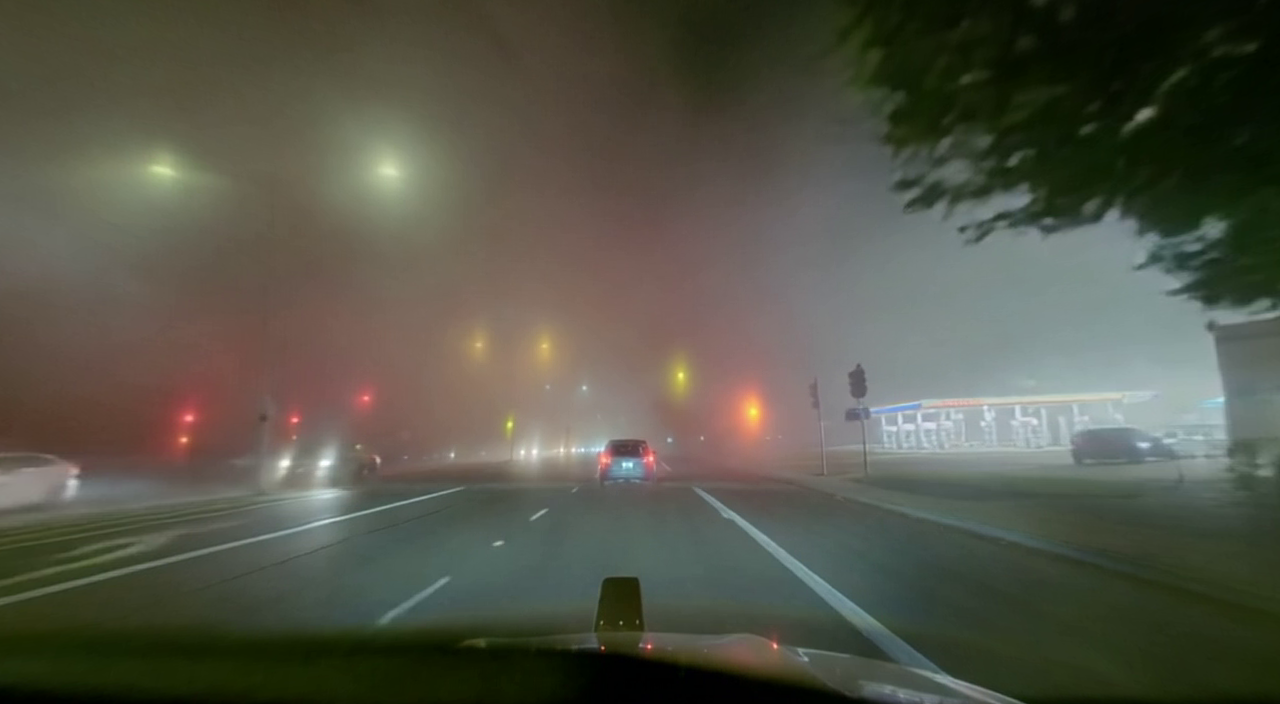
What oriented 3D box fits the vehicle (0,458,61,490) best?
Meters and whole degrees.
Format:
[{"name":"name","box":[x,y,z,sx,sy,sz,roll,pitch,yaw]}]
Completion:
[{"name":"vehicle","box":[-33.507,6.371,32.977,4.377,1.521,1.965,0,-8,1]}]

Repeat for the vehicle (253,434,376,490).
[{"name":"vehicle","box":[-12.657,4.287,24.946,2.161,1.950,4.962,0,-8,0]}]

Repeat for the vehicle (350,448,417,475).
[{"name":"vehicle","box":[-15.455,6.599,38.227,1.960,1.508,4.794,0,-8,1]}]

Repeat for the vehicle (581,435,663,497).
[{"name":"vehicle","box":[-0.441,3.157,17.903,2.062,1.519,4.214,0,-8,0]}]
